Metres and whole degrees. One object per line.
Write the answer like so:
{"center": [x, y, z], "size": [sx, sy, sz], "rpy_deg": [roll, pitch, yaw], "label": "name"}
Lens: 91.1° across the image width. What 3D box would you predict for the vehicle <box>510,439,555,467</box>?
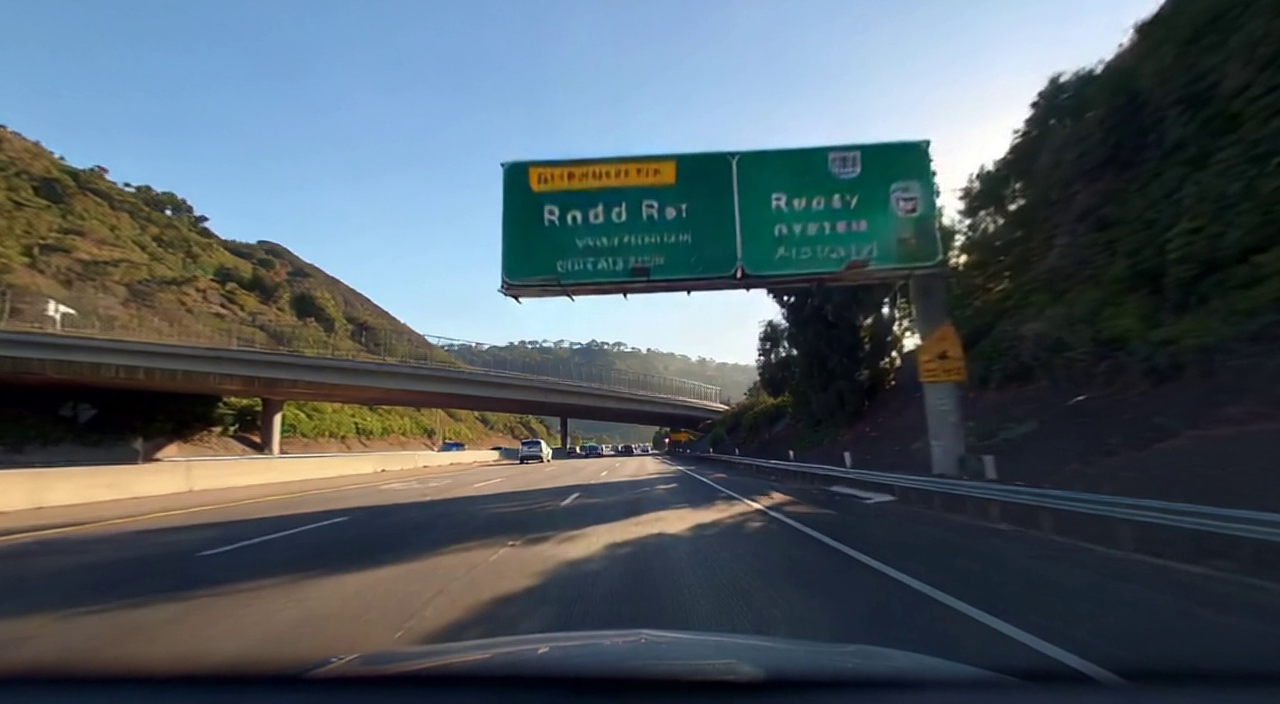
{"center": [-6.666, 6.297, 39.381], "size": [1.972, 1.660, 4.254], "rpy_deg": [0, -8, 0], "label": "vehicle"}
